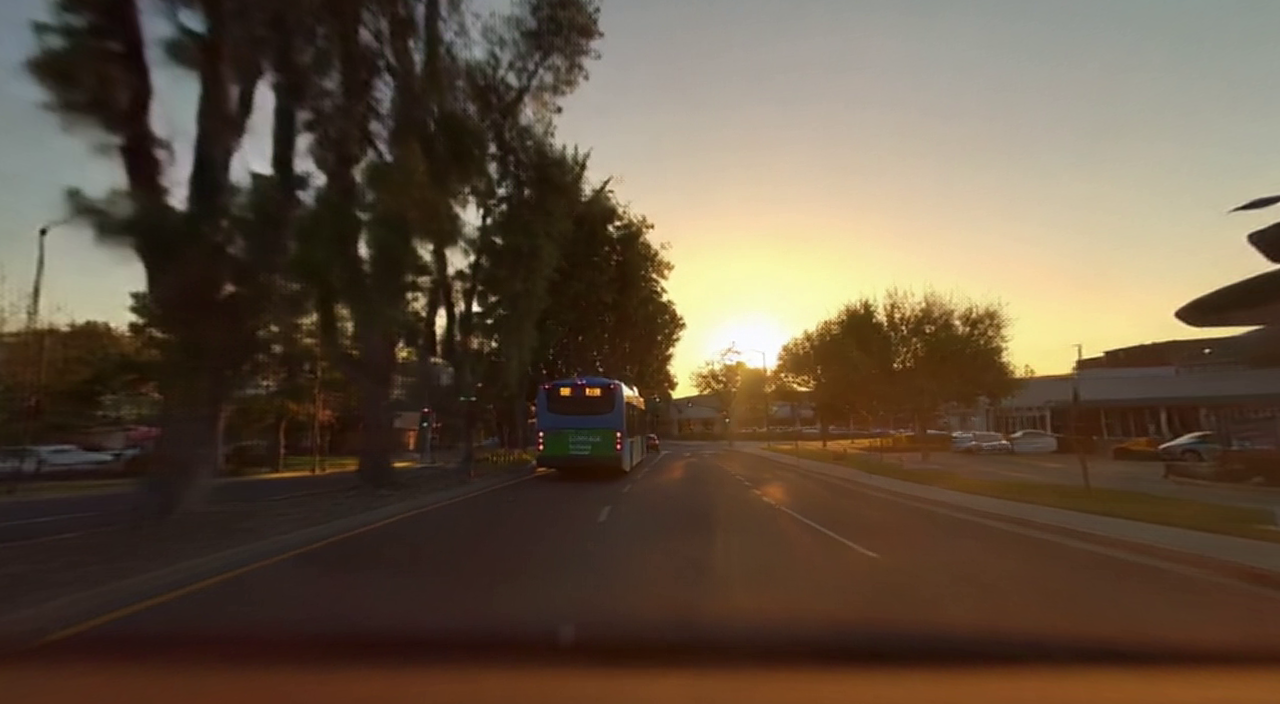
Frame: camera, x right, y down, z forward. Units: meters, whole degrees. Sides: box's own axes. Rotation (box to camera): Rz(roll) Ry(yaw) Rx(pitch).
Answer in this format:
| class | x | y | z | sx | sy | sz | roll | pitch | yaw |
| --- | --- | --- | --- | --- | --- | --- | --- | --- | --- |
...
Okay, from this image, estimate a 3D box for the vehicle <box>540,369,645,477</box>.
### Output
| class | x | y | z | sx | sy | sz | roll | pitch | yaw |
| --- | --- | --- | --- | --- | --- | --- | --- | --- | --- |
| vehicle | -1.464 | 3.088 | 25.699 | 3.031 | 3.429 | 11.005 | 0 | -9 | 2 |
